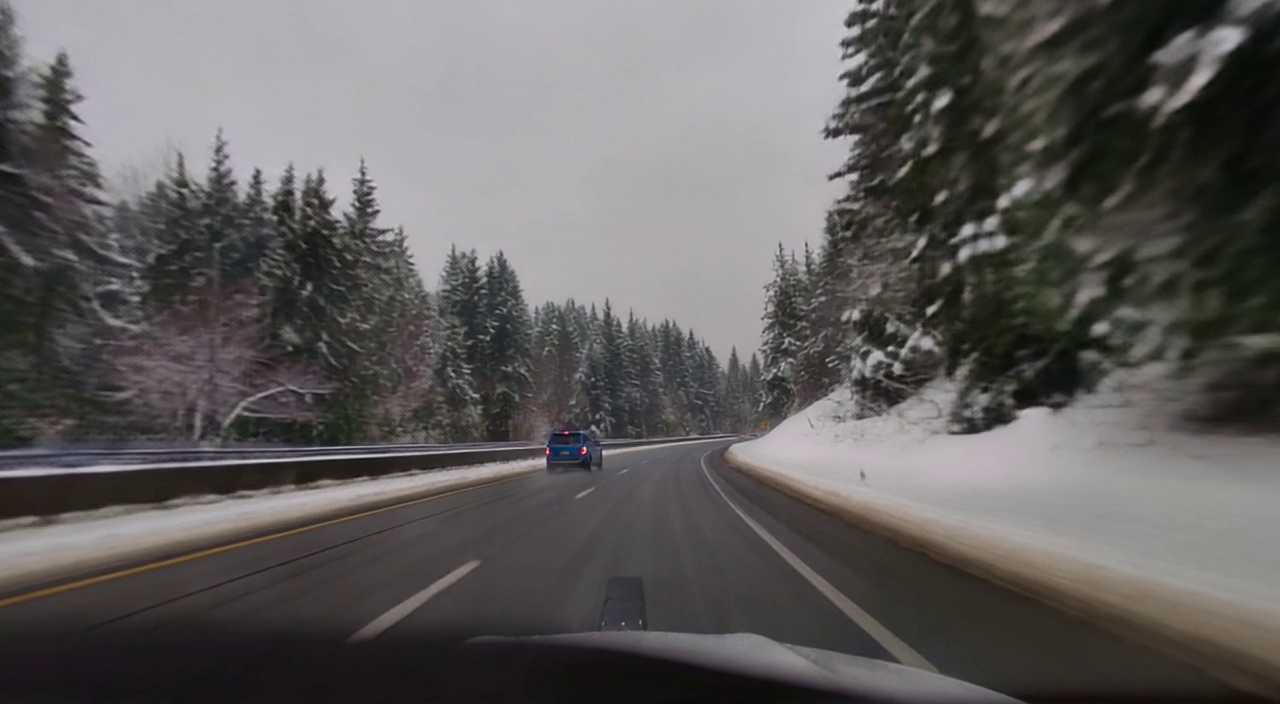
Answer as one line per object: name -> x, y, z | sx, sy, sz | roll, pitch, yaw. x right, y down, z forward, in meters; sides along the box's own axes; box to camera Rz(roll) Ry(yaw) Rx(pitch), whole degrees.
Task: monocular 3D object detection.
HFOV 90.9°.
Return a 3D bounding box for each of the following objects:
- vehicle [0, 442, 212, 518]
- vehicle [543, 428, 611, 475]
vehicle -> -12.709, 2.922, 15.015 | 1.916, 1.506, 4.401 | -1, -8, 1
vehicle -> -2.504, 4.107, 26.115 | 2.005, 1.752, 4.479 | -1, -8, 5
